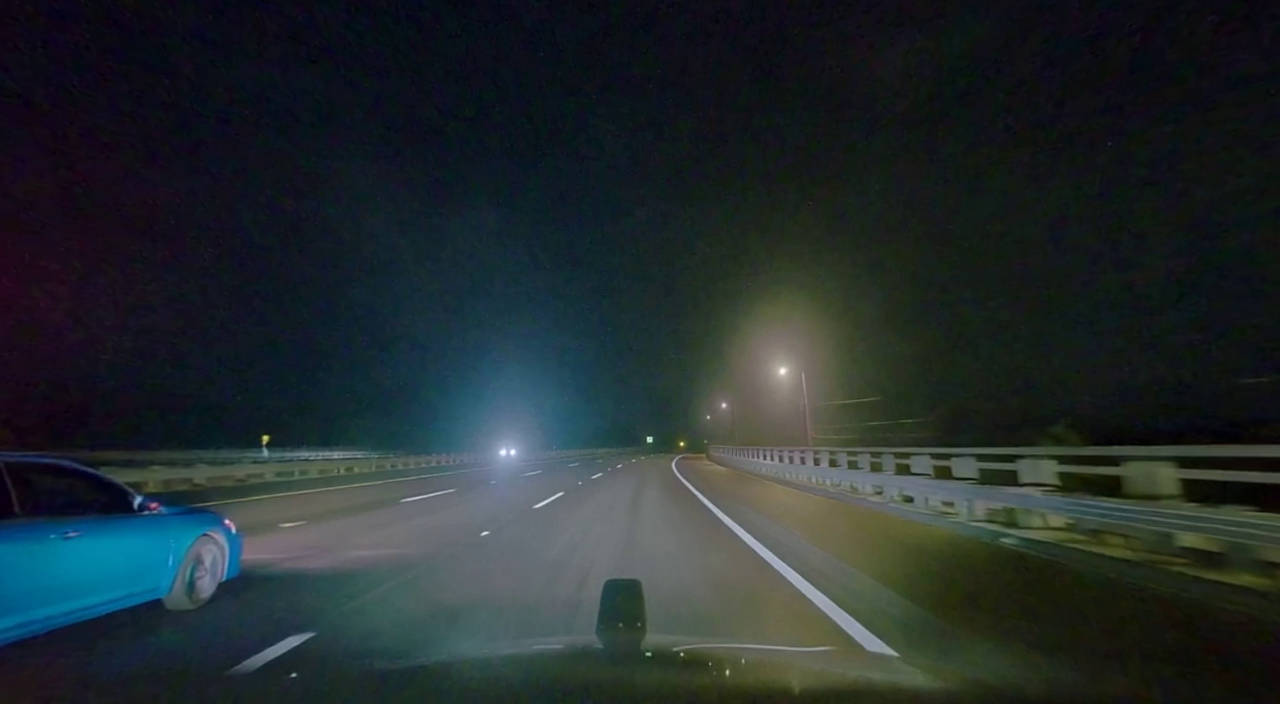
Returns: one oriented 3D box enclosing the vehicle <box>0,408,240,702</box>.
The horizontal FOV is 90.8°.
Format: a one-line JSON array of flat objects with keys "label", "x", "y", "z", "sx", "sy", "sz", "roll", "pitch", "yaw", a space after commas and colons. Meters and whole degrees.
[{"label": "vehicle", "x": -4.280, "y": 1.052, "z": 3.252, "sx": 1.928, "sy": 1.504, "sz": 3.745, "roll": 0, "pitch": -9, "yaw": 0}]
